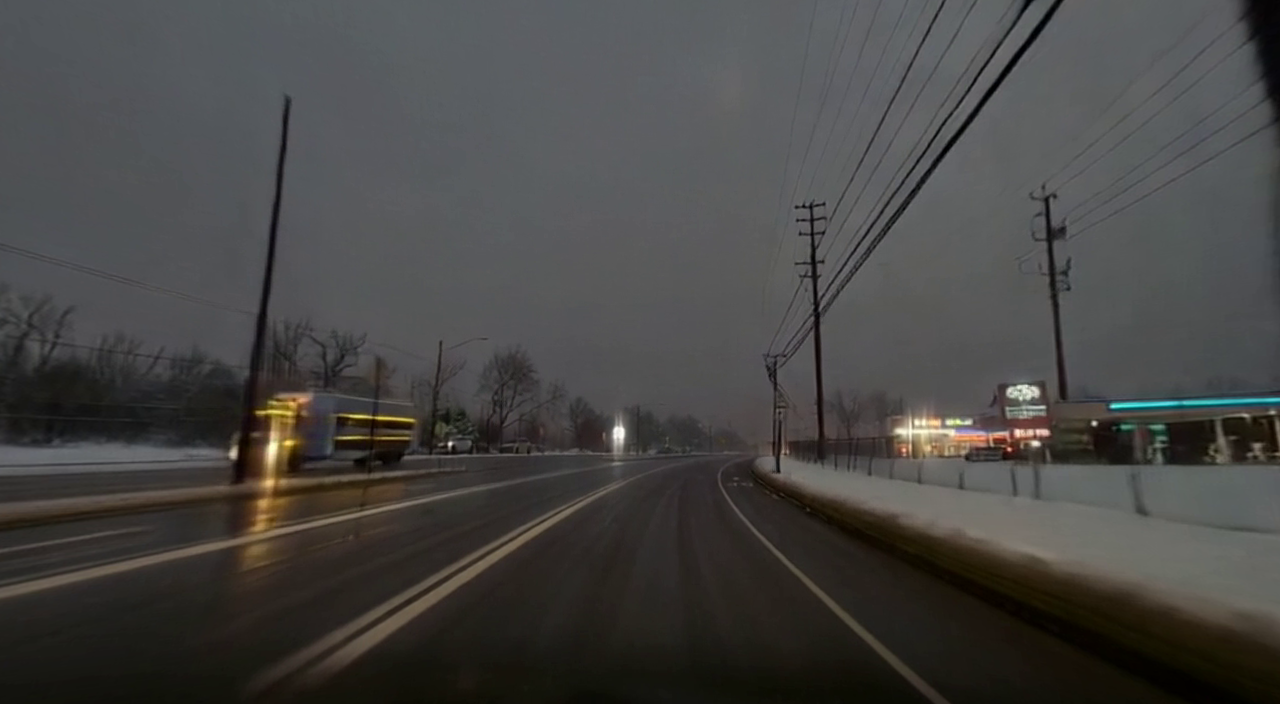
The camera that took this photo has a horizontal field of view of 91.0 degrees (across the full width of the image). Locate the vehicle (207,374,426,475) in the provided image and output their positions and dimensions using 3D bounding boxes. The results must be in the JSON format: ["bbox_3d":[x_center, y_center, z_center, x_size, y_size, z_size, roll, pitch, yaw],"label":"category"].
[{"bbox_3d":[-14.657,3.685,30.315,2.994,3.930,11.114,-1,-9,10],"label":"vehicle"}]
